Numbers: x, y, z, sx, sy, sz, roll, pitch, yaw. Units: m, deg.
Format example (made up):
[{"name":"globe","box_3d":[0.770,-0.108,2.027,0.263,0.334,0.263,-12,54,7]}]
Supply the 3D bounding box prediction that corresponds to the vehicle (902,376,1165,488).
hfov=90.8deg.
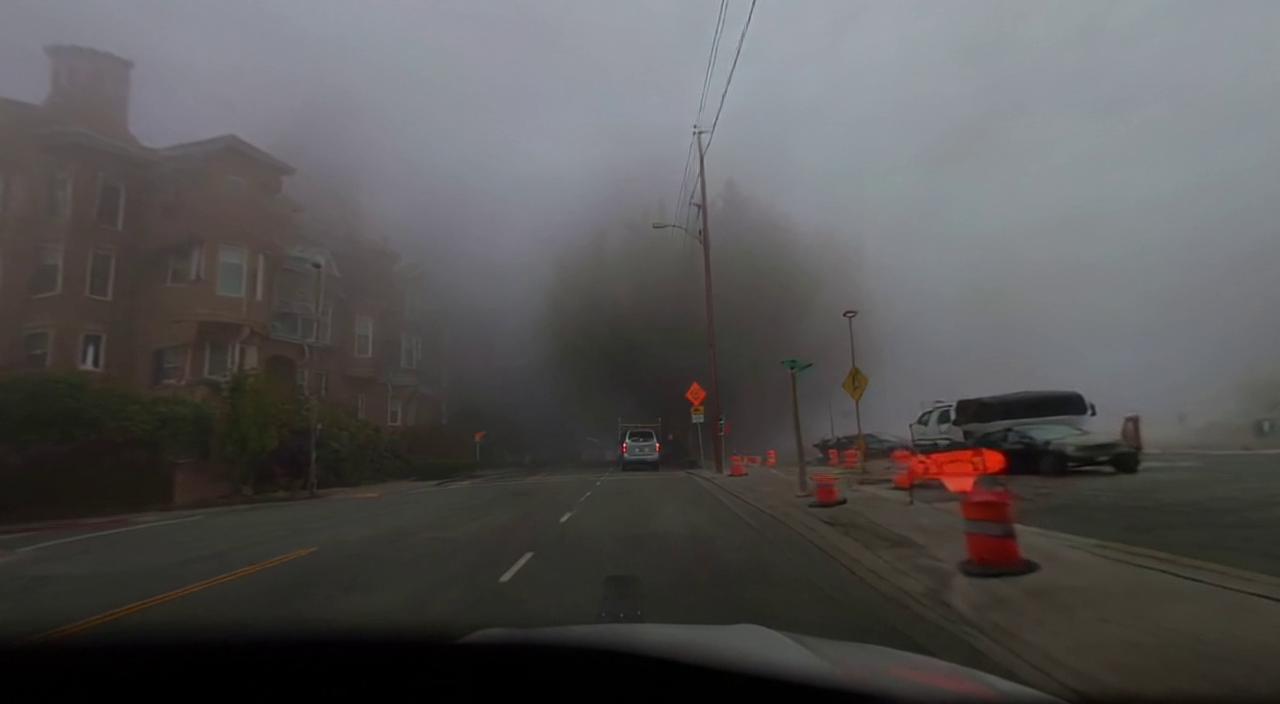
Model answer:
[{"name":"vehicle","box_3d":[9.582,2.236,16.534,2.253,2.306,6.753,-1,-10,-2]}]

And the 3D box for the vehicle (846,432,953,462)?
[{"name":"vehicle","box_3d":[13.014,4.803,31.936,4.567,1.448,1.890,-1,-8,7]}]

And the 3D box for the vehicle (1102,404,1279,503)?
[{"name":"vehicle","box_3d":[10.582,1.888,11.415,1.698,1.548,2.969,2,-13,-20]}]

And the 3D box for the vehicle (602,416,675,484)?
[{"name":"vehicle","box_3d":[-0.111,3.315,21.470,2.169,2.015,5.206,0,-9,-1]}]

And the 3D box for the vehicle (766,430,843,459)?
[{"name":"vehicle","box_3d":[9.497,5.371,36.593,3.835,1.584,1.893,1,-8,-8]}]
